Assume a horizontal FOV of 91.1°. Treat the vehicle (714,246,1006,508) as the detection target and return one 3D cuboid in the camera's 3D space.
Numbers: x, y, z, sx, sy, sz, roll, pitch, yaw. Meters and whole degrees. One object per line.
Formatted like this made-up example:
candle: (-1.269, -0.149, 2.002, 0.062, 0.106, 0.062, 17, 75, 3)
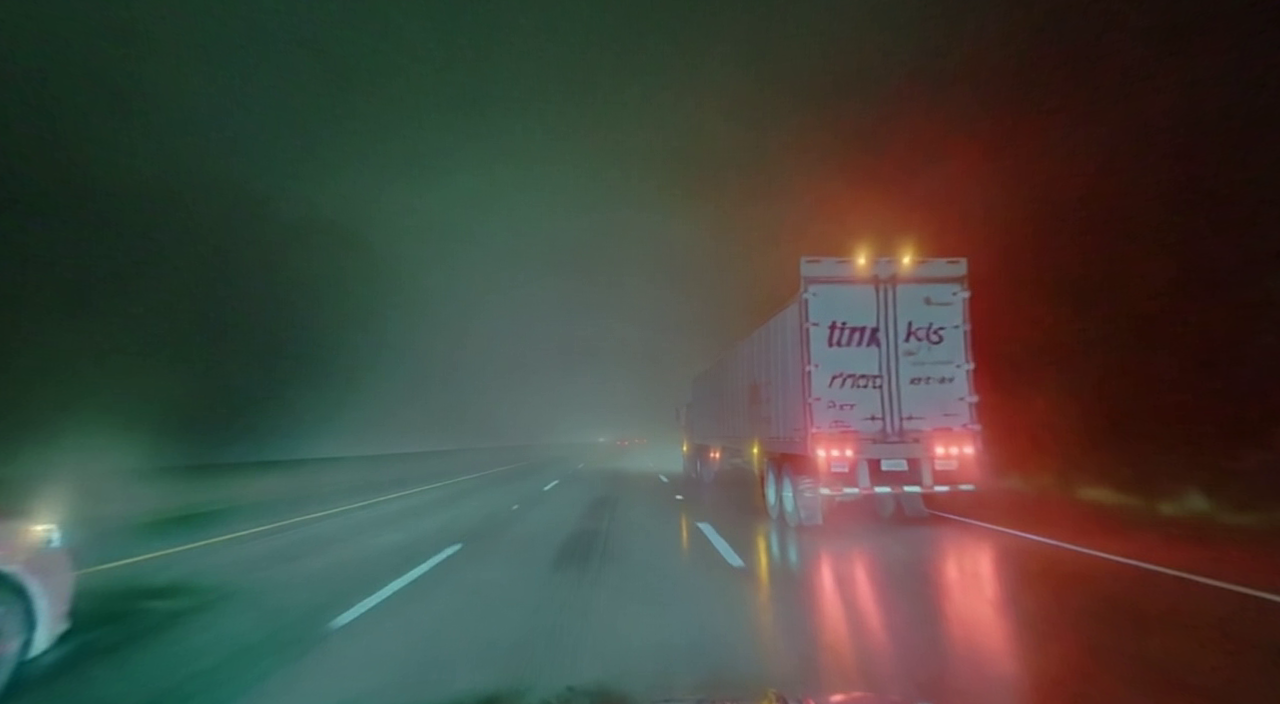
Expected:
vehicle: (4.018, 1.172, 16.279, 2.850, 3.894, 13.987, 0, -7, 1)
